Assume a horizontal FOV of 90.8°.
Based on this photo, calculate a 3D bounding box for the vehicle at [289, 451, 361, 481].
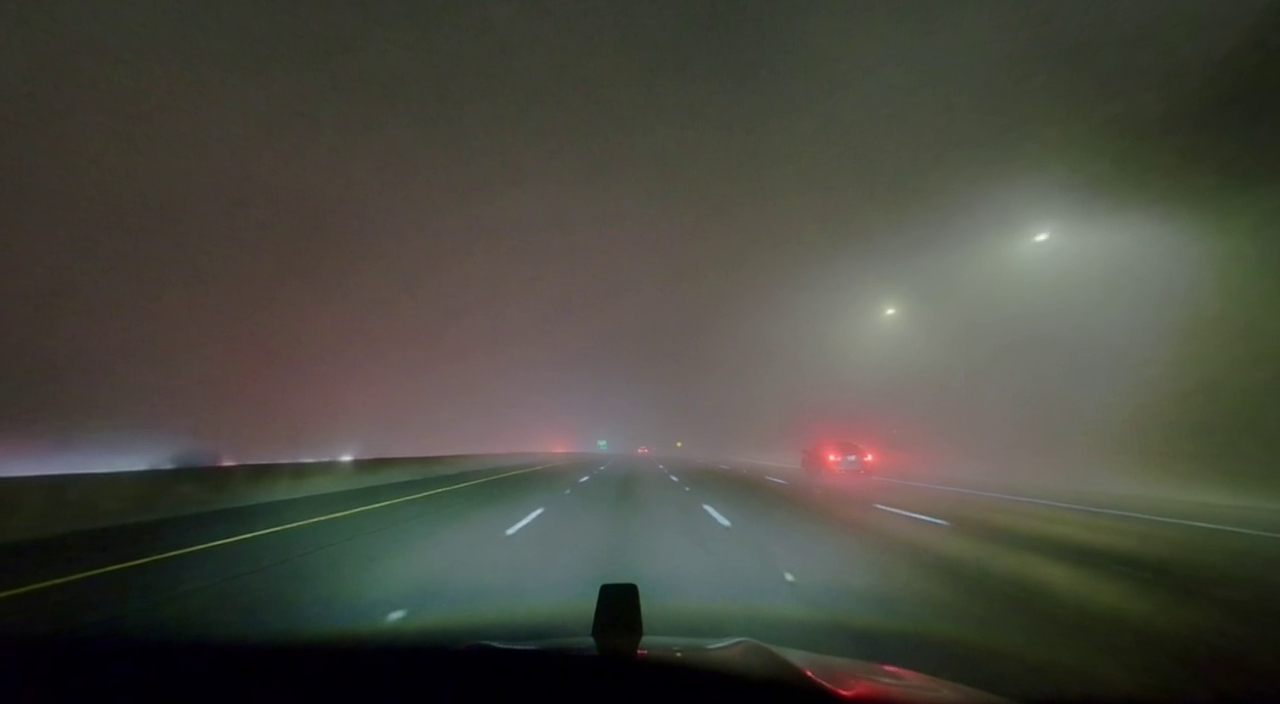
[{"bbox_3d":[-19.463,7.041,39.255,2.025,1.633,4.820,0,-8,0],"label":"vehicle"}]
